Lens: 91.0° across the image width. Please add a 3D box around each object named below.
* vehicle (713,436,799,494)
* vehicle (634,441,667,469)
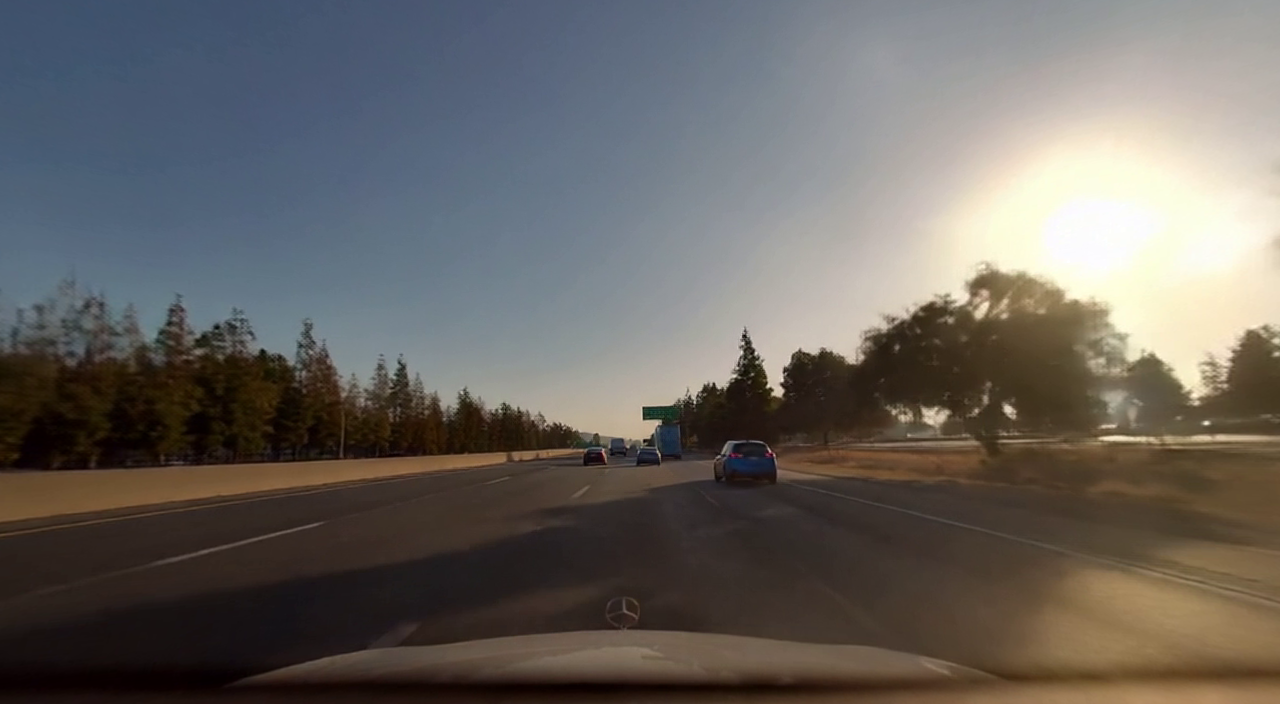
[{"bbox_3d":[3.764,3.745,21.314,2.082,1.720,4.393,0,-9,0],"label":"vehicle"},{"bbox_3d":[0.703,7.263,44.547,2.205,1.785,4.423,0,-9,0],"label":"vehicle"}]
